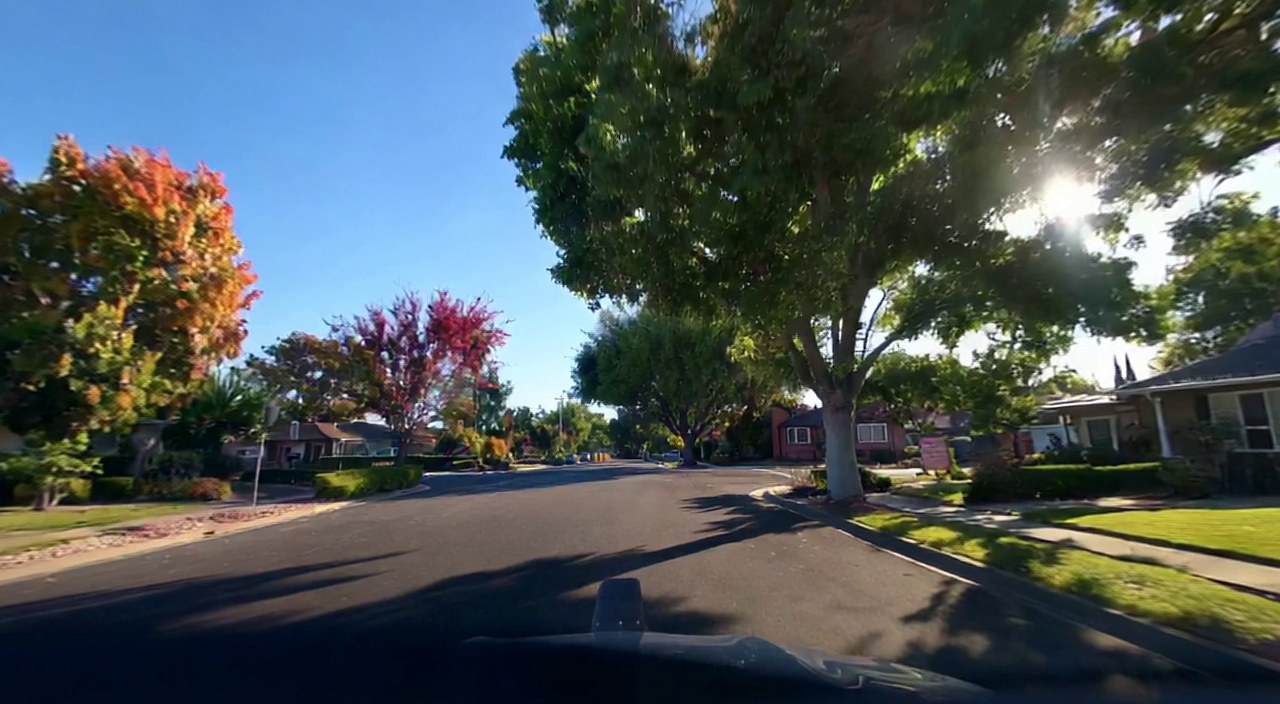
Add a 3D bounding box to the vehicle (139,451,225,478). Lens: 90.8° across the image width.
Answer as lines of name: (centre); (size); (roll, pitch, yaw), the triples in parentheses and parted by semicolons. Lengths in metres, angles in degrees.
vehicle: (-30.189, 7.477, 41.764); (4.023, 1.692, 2.024); (0, -11, -2)
